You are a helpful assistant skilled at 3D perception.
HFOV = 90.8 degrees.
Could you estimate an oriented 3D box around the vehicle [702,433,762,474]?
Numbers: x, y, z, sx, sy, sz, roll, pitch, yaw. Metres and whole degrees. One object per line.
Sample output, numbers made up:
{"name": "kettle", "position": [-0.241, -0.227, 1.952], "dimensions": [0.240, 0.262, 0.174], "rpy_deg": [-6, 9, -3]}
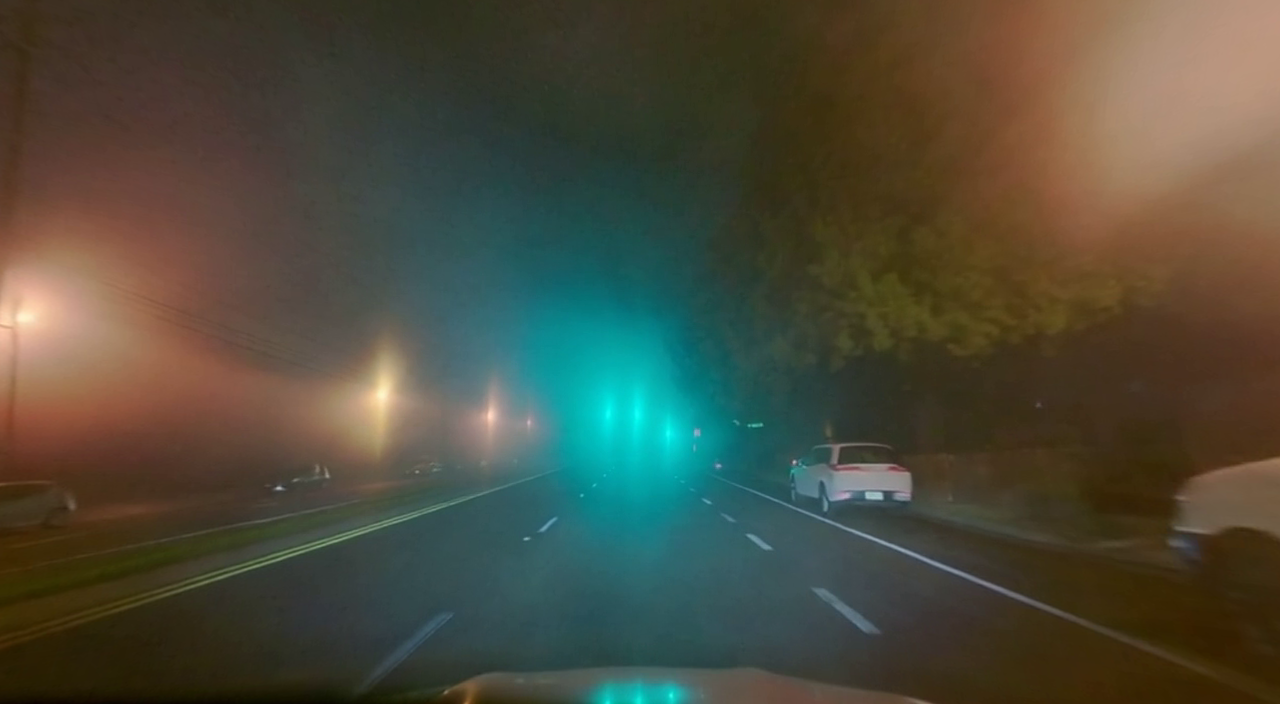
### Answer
{"name": "vehicle", "position": [4.387, 4.943, 30.929], "dimensions": [2.059, 1.783, 5.221], "rpy_deg": [0, -9, -1]}

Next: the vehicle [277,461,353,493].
{"name": "vehicle", "position": [-17.647, 6.770, 34.574], "dimensions": [1.811, 1.505, 4.507], "rpy_deg": [0, -9, -1]}

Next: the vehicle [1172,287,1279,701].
{"name": "vehicle", "position": [4.564, 0.362, 0.856], "dimensions": [2.438, 2.086, 5.821], "rpy_deg": [0, -9, -2]}

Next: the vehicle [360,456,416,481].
{"name": "vehicle", "position": [-17.799, 8.258, 44.878], "dimensions": [2.151, 1.560, 4.657], "rpy_deg": [0, -9, -1]}

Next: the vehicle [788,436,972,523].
{"name": "vehicle", "position": [4.599, 2.510, 13.087], "dimensions": [1.844, 1.426, 4.916], "rpy_deg": [0, -9, 0]}
